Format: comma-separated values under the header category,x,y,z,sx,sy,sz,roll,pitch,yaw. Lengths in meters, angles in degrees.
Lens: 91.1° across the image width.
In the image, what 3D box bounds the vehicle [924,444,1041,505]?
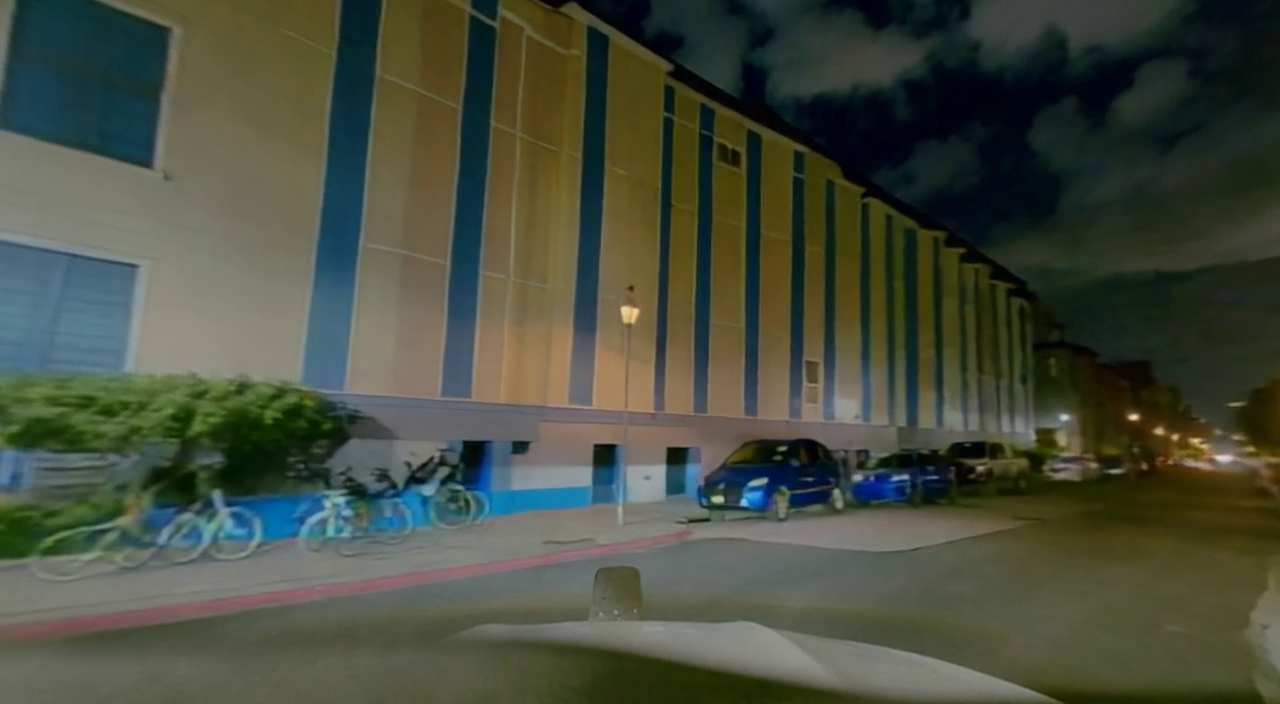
category,x,y,z,sx,sy,sz,roll,pitch,yaw
vehicle,10.747,3.704,19.600,4.302,1.629,1.942,8,-11,-44

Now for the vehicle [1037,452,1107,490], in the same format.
category,x,y,z,sx,sy,sz,roll,pitch,yaw
vehicle,19.568,5.301,28.423,1.840,1.493,3.761,-7,-11,44

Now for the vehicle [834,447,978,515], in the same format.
category,x,y,z,sx,sy,sz,roll,pitch,yaw
vehicle,6.875,3.174,16.010,4.294,1.427,1.830,8,-11,-44

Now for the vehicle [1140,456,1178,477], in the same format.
category,x,y,z,sx,sy,sz,roll,pitch,yaw
vehicle,41.228,9.028,49.907,3.801,1.473,1.841,8,-11,-44

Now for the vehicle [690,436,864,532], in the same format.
category,x,y,z,sx,sy,sz,roll,pitch,yaw
vehicle,2.706,2.405,12.071,1.719,1.519,3.414,-6,-10,43
